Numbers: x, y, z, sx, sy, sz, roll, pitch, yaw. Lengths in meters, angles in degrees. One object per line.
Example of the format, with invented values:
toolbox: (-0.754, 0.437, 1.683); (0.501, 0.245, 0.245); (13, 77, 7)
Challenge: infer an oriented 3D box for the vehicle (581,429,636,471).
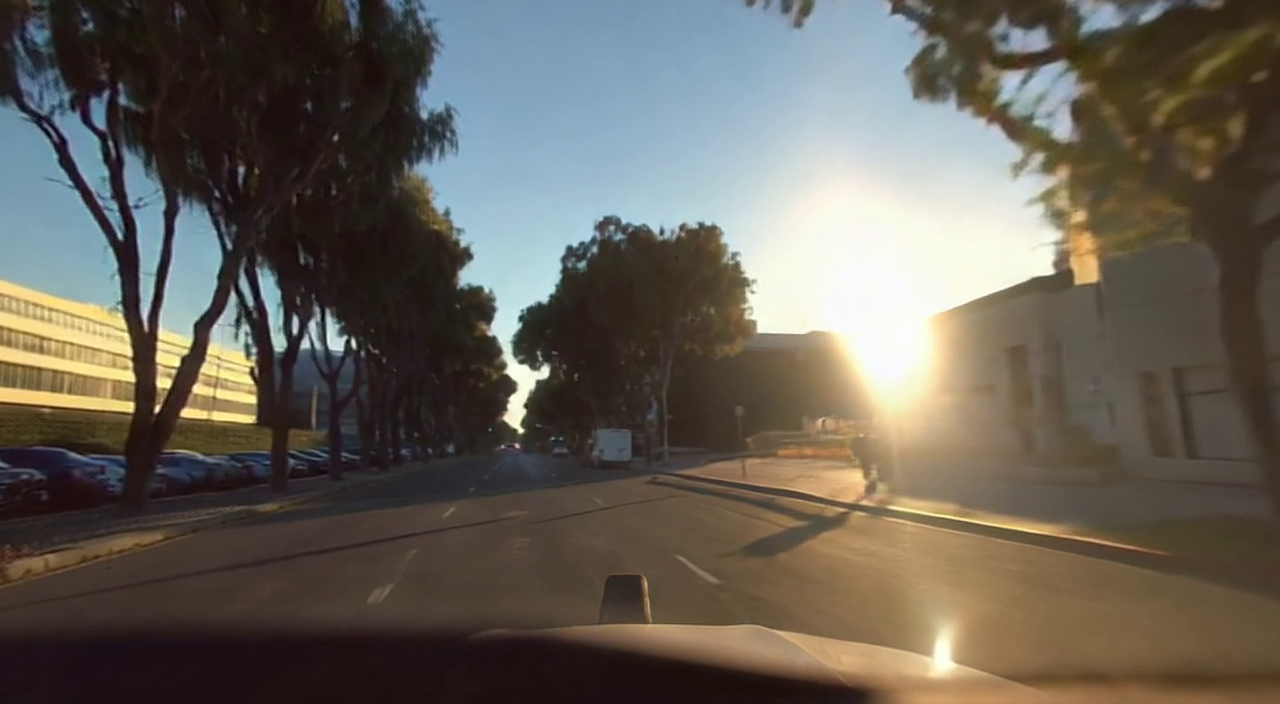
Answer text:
vehicle: (-2.142, 6.307, 40.879); (2.596, 2.509, 6.178); (1, -8, -12)

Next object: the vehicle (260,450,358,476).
vehicle: (-21.889, 7.353, 41.941); (5.269, 1.491, 2.133); (1, -8, -10)
